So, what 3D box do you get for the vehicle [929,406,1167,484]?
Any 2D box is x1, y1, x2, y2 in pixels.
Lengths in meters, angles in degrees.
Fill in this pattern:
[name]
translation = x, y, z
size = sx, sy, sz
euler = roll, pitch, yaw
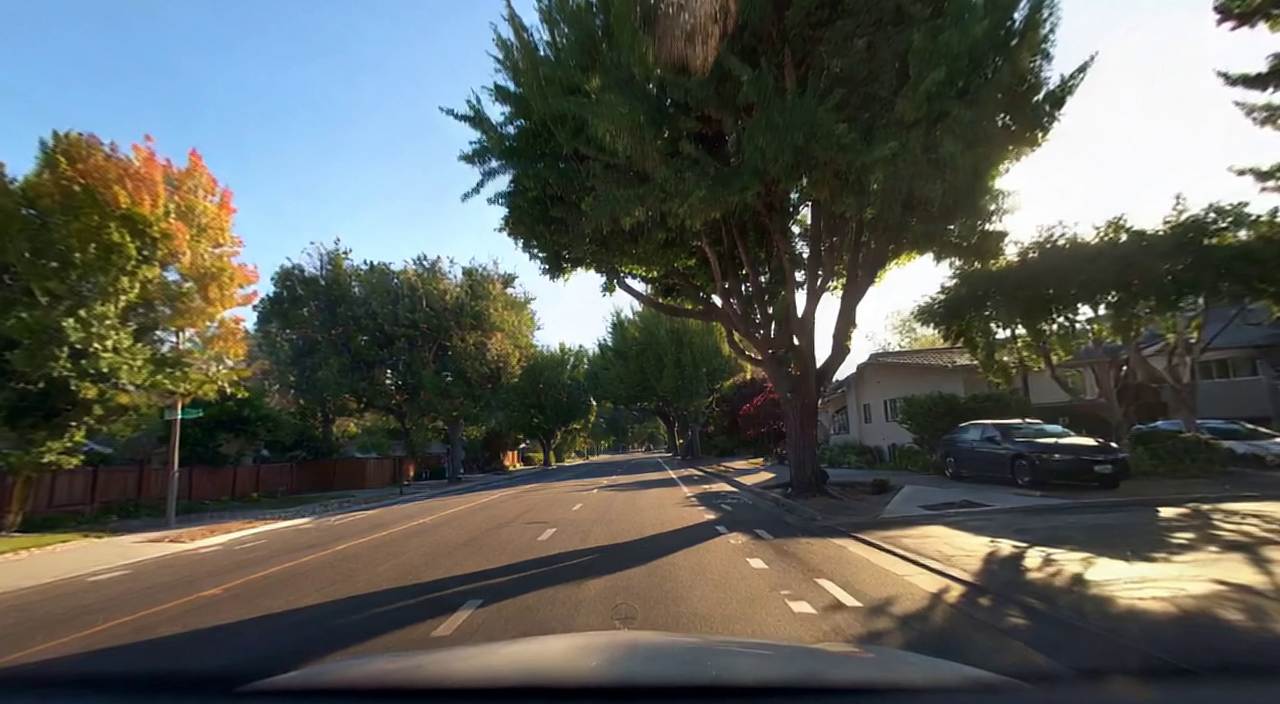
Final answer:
[vehicle]
translation = 10.928, 2.578, 17.595
size = 2.187, 1.786, 5.323
euler = 2, -9, -17
